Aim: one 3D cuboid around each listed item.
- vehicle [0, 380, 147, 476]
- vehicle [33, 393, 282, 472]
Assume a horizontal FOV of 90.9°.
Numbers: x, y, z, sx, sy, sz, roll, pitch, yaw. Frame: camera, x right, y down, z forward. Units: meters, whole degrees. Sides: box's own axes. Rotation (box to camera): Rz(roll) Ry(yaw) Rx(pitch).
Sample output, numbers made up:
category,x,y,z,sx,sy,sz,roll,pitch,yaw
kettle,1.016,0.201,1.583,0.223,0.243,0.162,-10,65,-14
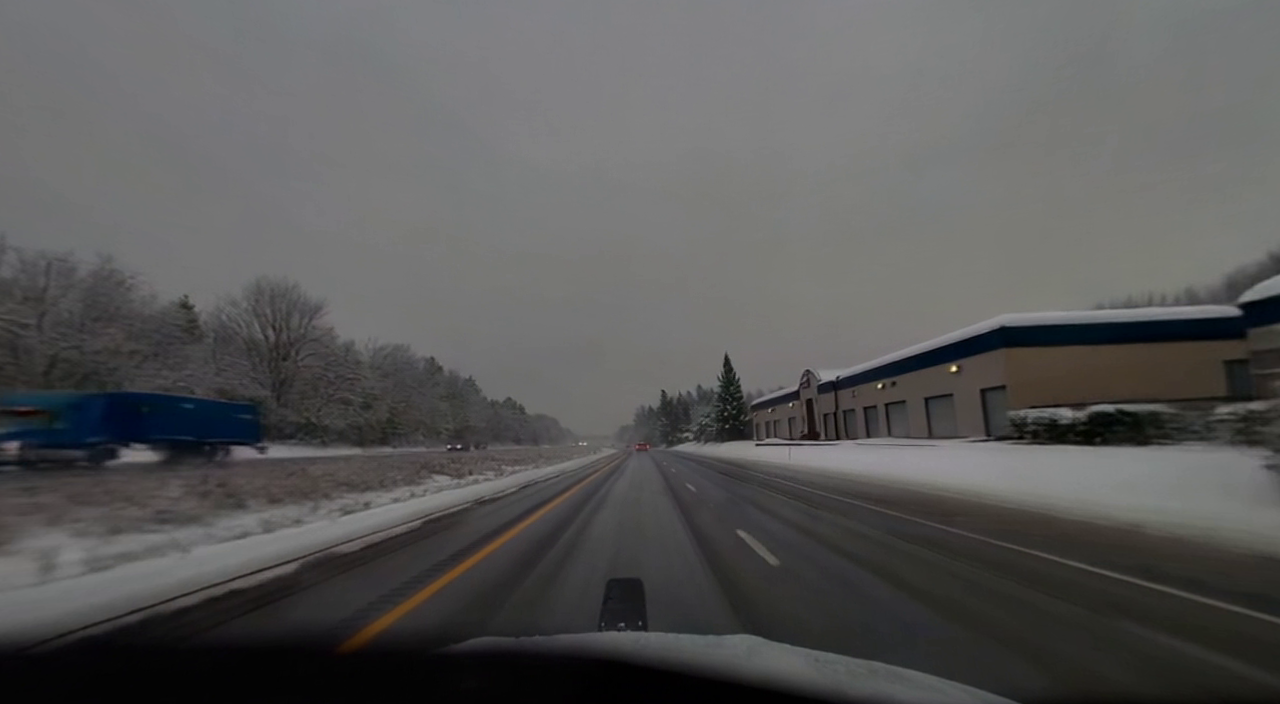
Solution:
category,x,y,z,sx,sy,sz,roll,pitch,yaw
vehicle,-28.794,3.796,30.634,3.044,4.044,7.981,0,-8,-1
vehicle,-28.883,5.251,39.936,2.915,3.909,16.453,0,-8,0
